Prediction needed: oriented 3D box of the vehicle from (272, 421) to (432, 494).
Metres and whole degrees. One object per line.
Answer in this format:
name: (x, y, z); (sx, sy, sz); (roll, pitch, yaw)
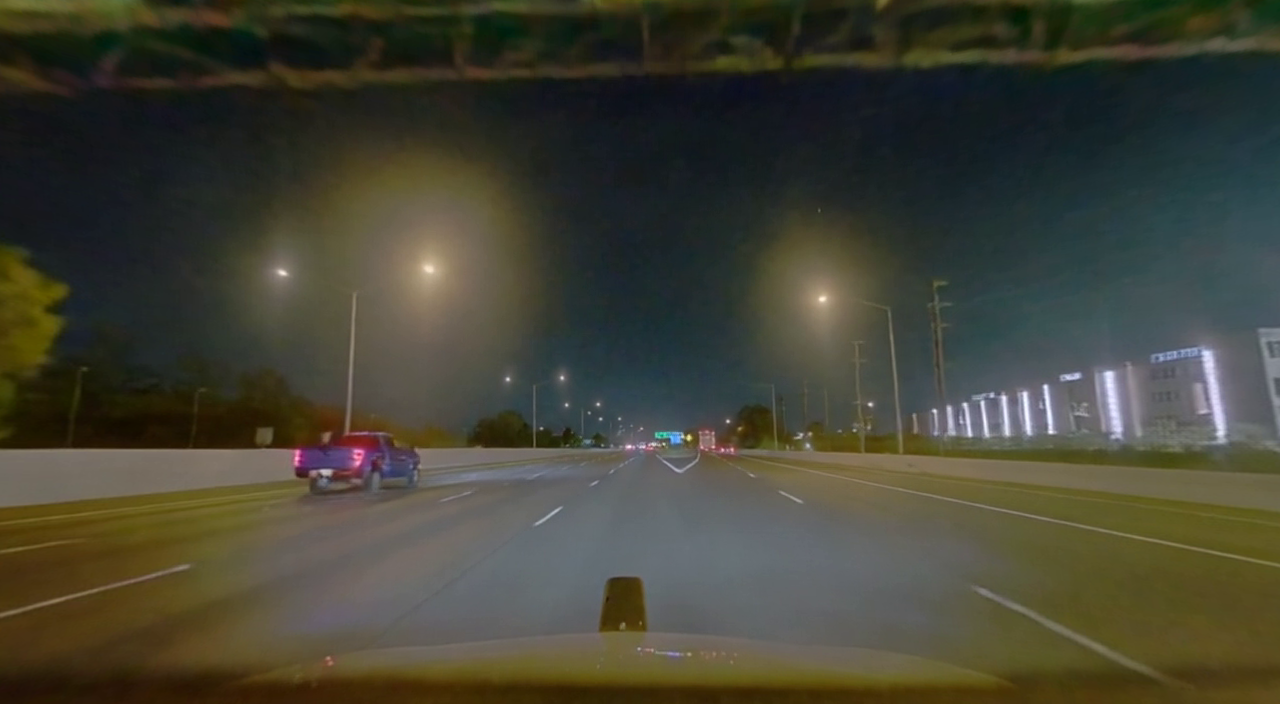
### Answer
vehicle: (-9.815, 3.686, 22.277); (2.667, 2.213, 6.081); (0, -8, 1)
